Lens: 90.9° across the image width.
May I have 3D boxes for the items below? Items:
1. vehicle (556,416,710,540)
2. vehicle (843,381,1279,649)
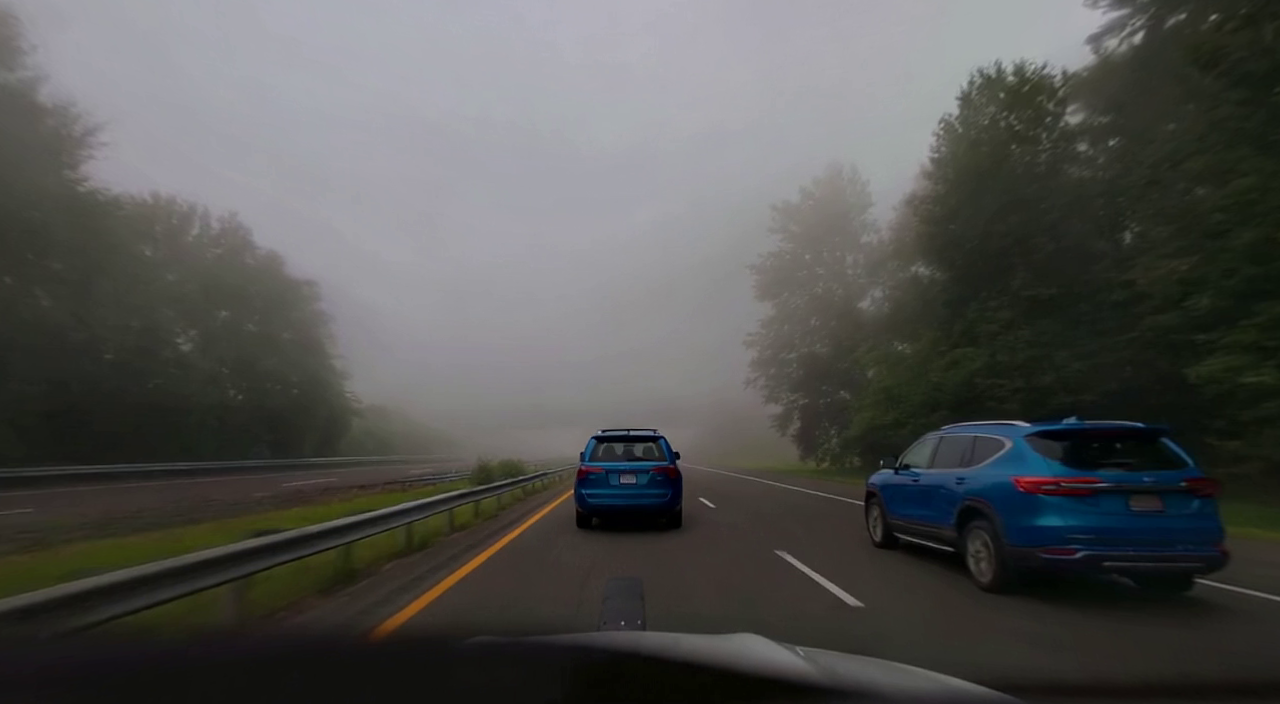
[{"bbox_3d":[-0.123,2.201,11.480,2.288,1.823,4.059,0,-9,-1],"label":"vehicle"},{"bbox_3d":[3.960,1.439,6.577,2.043,1.767,4.620,0,-9,-1],"label":"vehicle"}]
